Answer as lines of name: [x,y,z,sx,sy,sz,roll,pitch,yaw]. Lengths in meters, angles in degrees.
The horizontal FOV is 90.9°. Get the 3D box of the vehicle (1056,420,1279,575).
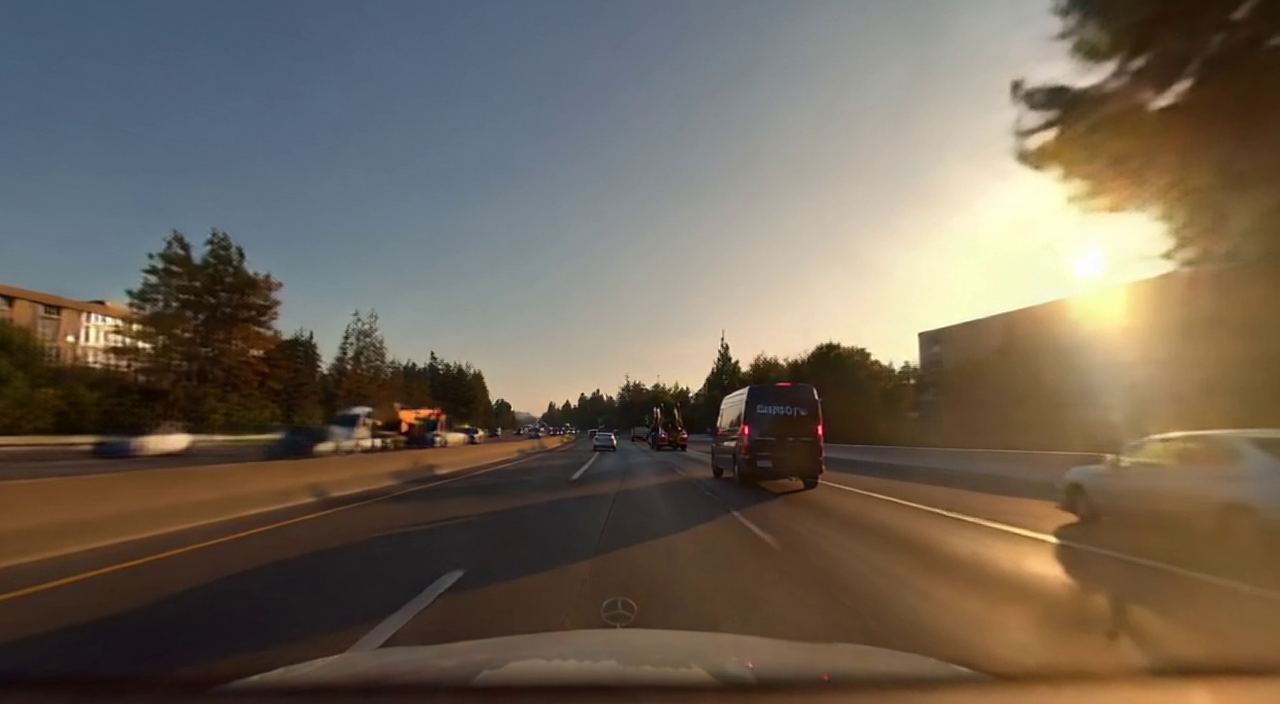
vehicle: [7.153,1.516,6.913,1.925,1.490,4.631,0,-8,-1]

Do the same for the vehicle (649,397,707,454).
vehicle: [2.598,5.524,46.726,2.912,3.738,10.123,0,-8,-5]

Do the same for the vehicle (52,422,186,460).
vehicle: [-21.634,3.721,26.435,1.804,1.442,4.543,0,-8,-1]

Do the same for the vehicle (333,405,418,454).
vehicle: [-15.305,4.572,36.919,2.541,2.610,5.735,0,-8,-1]

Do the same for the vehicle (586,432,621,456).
vehicle: [-2.405,6.103,42.143,2.217,1.502,4.222,0,-8,-2]

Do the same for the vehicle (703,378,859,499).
vehicle: [3.231,2.185,16.122,2.386,2.509,5.880,0,-8,-2]

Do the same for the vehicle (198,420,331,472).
vehicle: [-11.672,2.947,19.933,1.781,1.459,4.003,0,-8,-1]
